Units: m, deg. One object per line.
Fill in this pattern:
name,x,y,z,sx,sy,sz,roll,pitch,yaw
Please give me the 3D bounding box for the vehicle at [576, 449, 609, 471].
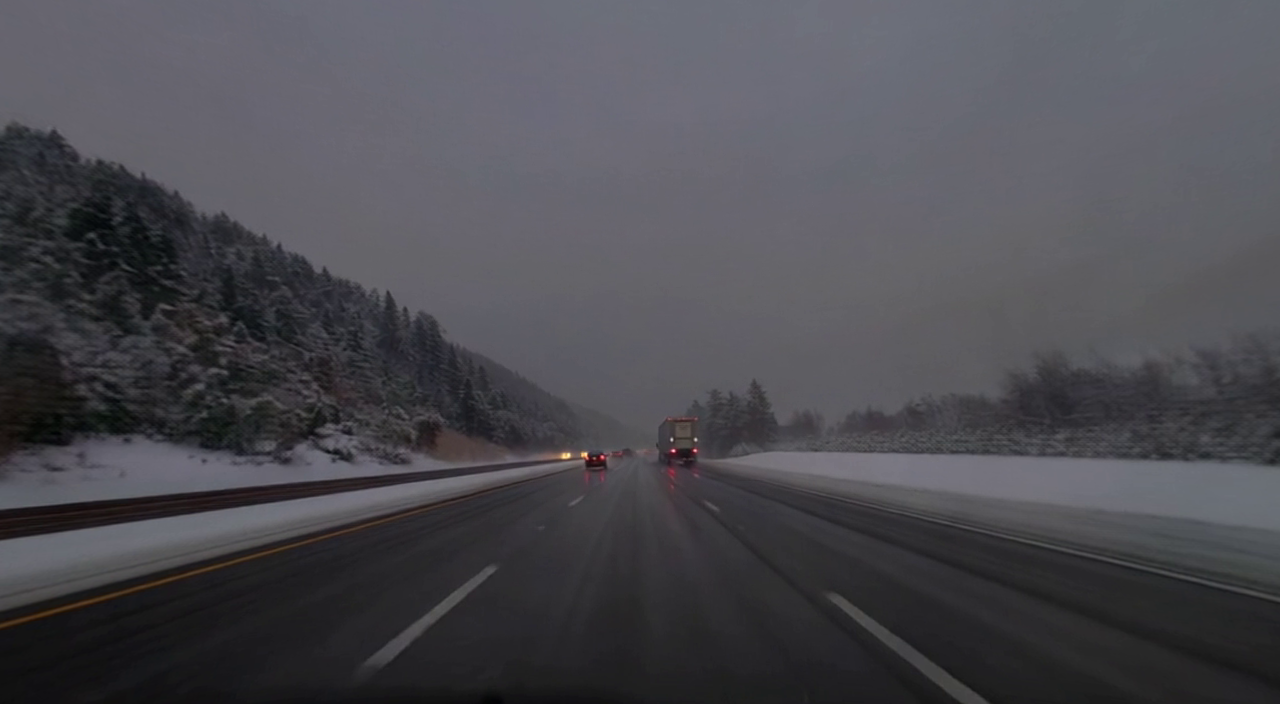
vehicle,-3.393,7.843,46.113,2.091,1.522,4.301,0,-9,0
